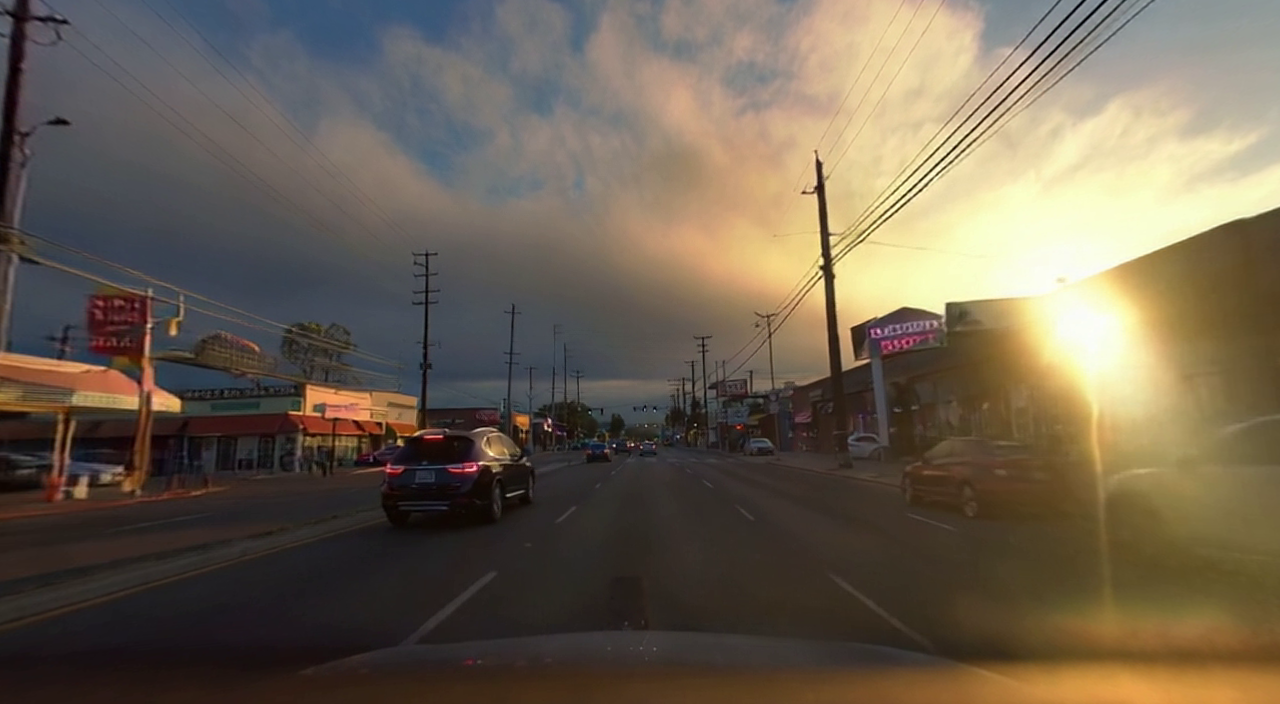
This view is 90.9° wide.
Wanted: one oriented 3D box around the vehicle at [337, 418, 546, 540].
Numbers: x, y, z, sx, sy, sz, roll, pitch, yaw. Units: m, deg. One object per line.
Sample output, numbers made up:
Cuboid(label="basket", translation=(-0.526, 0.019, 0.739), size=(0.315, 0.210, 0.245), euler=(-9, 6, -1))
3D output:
Cuboid(label="vehicle", translation=(-3.052, 2.076, 10.912), size=(2.049, 1.646, 4.445), euler=(-1, -9, 2))

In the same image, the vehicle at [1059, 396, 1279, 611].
Cuboid(label="vehicle", translation=(6.481, 1.304, 5.503), size=(2.129, 1.802, 5.084), euler=(0, -9, 0))

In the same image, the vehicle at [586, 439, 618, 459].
Cuboid(label="vehicle", translation=(-2.809, 7.270, 47.277), size=(1.950, 1.450, 4.257), euler=(-1, -9, 2))

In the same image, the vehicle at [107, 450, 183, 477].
Cuboid(label="vehicle", translation=(-32.318, 7.275, 41.130), size=(4.435, 1.483, 1.990), euler=(-5, -8, 23))

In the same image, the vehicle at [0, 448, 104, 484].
Cuboid(label="vehicle", translation=(-31.025, 5.958, 33.130), size=(4.589, 1.779, 2.154), euler=(-3, -9, 20))

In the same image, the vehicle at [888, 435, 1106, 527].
Cuboid(label="vehicle", translation=(6.728, 2.444, 12.513), size=(1.896, 1.497, 4.032), euler=(0, -9, -1))

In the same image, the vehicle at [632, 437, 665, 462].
Cuboid(label="vehicle", translation=(0.573, 6.351, 41.124), size=(2.037, 1.484, 4.073), euler=(0, -9, 0))

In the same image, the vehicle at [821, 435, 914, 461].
Cuboid(label="vehicle", translation=(13.449, 5.703, 37.411), size=(4.707, 1.485, 1.948), euler=(0, -9, -2))
